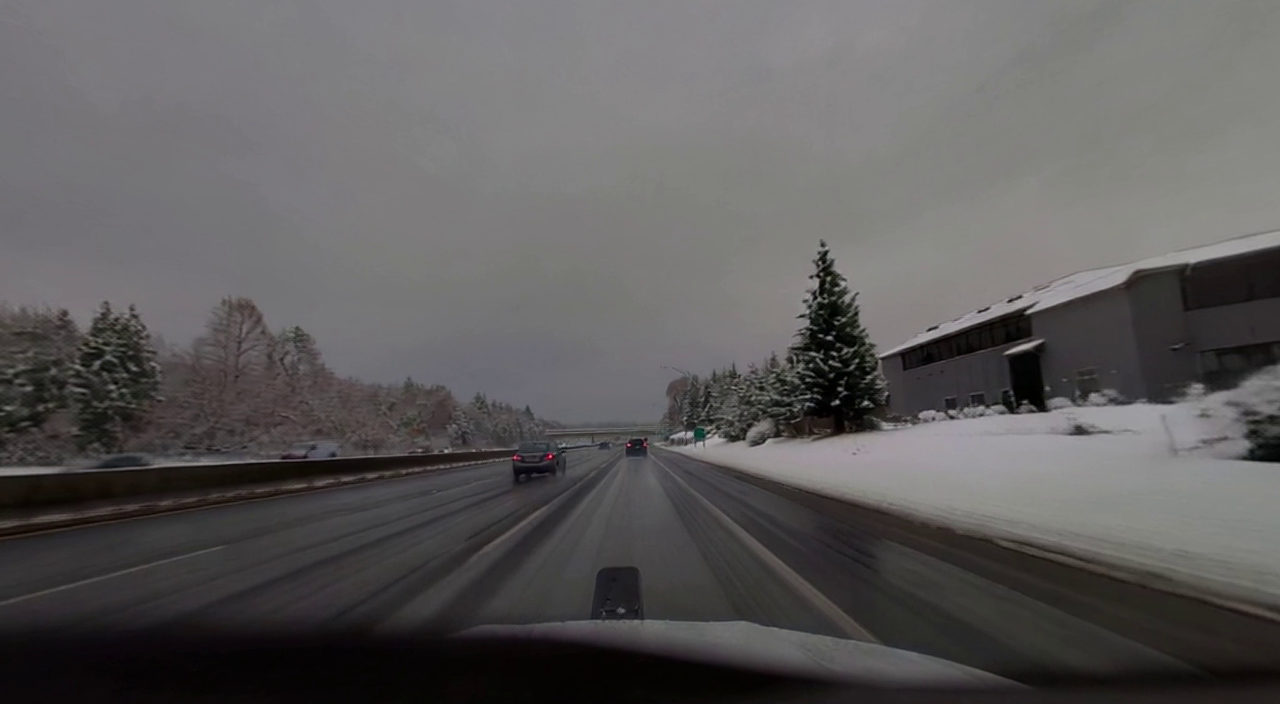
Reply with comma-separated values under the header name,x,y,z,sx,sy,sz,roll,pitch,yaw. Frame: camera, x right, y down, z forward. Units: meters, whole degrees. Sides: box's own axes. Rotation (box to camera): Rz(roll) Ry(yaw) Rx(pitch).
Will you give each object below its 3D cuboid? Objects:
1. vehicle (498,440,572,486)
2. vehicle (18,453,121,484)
name,x,y,z,sx,sy,sz,roll,pitch,yaw
vehicle,-3.609,3.887,22.435,1.920,1.463,4.134,0,-8,0
vehicle,-32.199,6.551,35.833,1.797,1.616,4.252,0,-9,0
